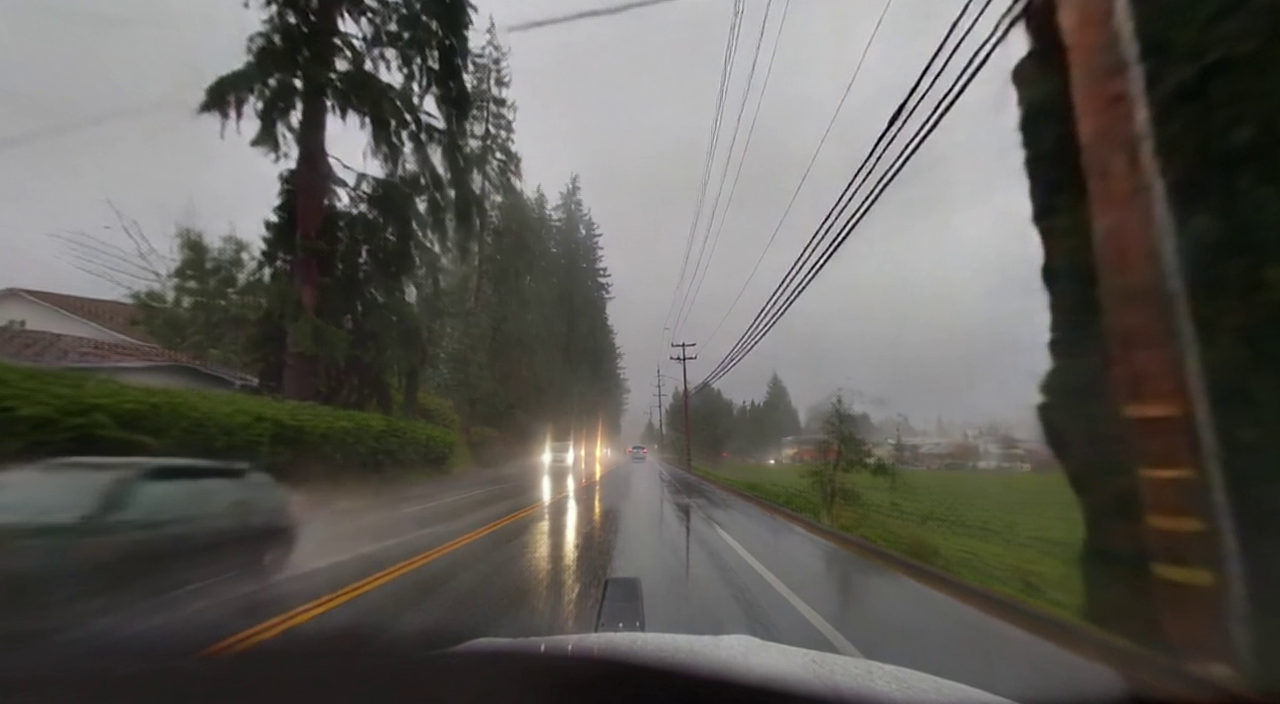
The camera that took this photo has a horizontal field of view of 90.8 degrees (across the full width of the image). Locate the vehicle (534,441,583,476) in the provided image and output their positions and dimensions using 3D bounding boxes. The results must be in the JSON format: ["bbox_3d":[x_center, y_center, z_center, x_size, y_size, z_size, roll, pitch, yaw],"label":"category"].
[{"bbox_3d":[-4.571,6.054,36.140,2.225,1.872,4.588,0,-9,0],"label":"vehicle"}]

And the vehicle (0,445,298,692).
[{"bbox_3d":[-4.854,1.450,4.749,2.069,1.471,4.226,-1,-9,2],"label":"vehicle"}]
